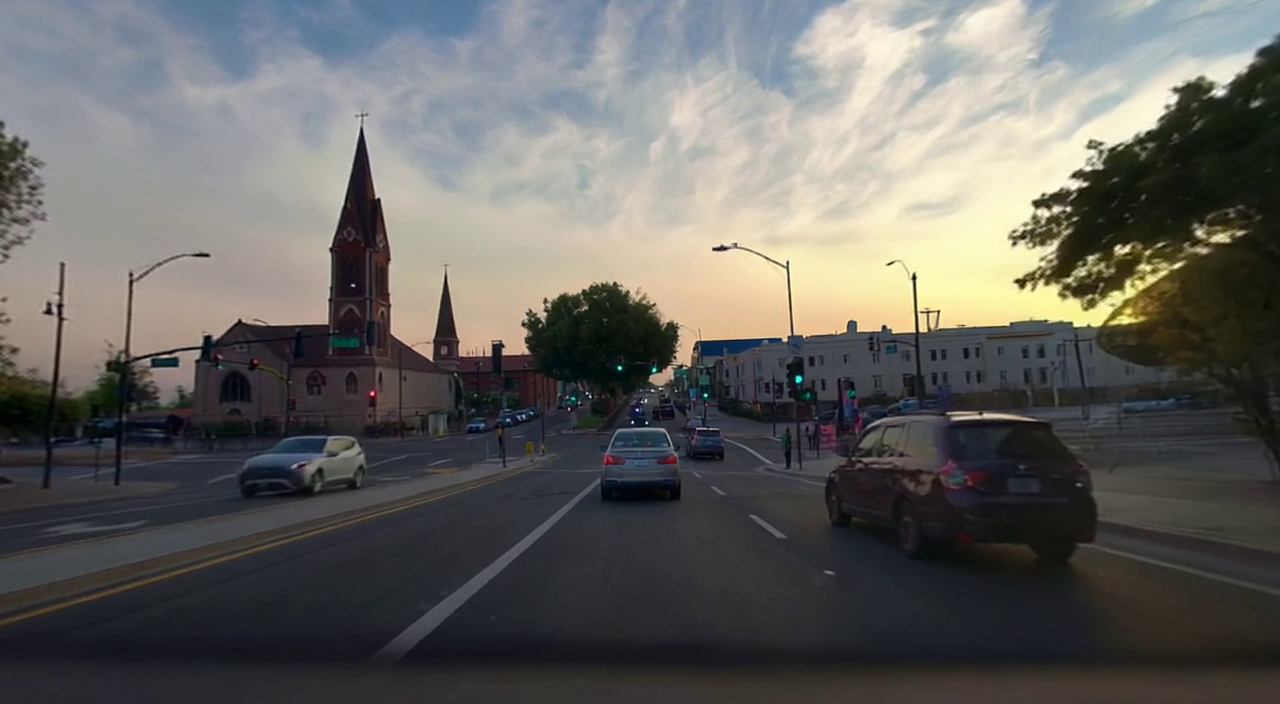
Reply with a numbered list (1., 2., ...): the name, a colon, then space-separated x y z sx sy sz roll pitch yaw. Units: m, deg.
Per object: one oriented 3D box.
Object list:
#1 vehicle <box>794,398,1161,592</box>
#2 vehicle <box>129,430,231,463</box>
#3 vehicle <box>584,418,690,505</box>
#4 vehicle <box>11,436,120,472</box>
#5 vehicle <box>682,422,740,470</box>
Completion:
1. vehicle: 3.638 1.638 8.120 2.080 1.735 4.650 0 -8 -1
2. vehicle: -29.879 6.131 41.159 4.955 1.828 2.268 -1 -3 -2
3. vehicle: 0.027 2.575 15.141 2.168 1.776 4.135 -1 -8 3
4. vehicle: -34.232 6.064 37.722 4.551 1.784 2.121 0 0 -1
5. vehicle: 3.651 4.889 33.505 2.228 1.922 5.335 5 -4 -1
